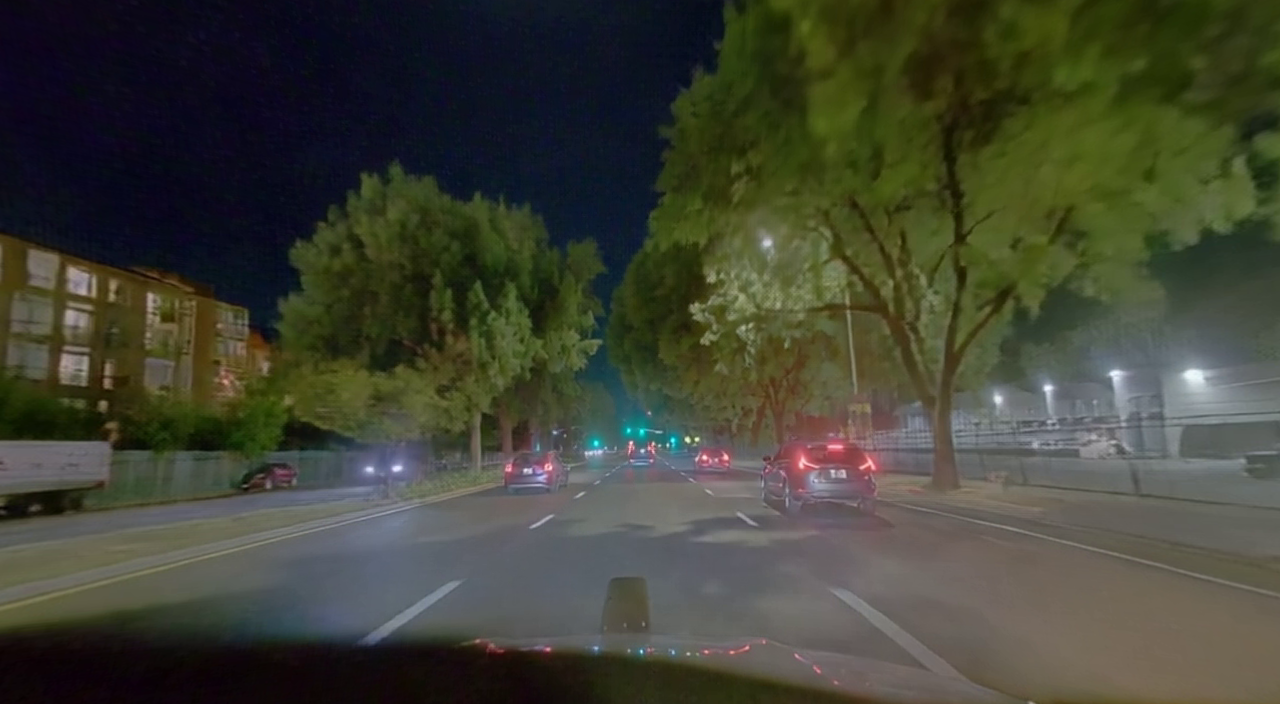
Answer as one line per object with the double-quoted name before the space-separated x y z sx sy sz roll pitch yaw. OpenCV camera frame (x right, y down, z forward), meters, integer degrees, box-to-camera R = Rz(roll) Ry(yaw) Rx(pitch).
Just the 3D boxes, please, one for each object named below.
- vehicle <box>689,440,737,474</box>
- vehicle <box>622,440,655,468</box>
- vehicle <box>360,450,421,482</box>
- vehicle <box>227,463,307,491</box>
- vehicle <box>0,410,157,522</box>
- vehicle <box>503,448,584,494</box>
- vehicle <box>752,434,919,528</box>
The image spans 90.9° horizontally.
"vehicle" 3.846 5.617 34.008 1.980 1.709 4.367 0 -9 -1
"vehicle" -0.137 7.226 44.946 2.247 1.882 4.603 0 -9 -1
"vehicle" -16.334 7.465 41.603 2.011 1.892 4.711 0 -8 1
"vehicle" -22.535 7.549 38.299 1.908 1.483 4.835 0 -9 0
"vehicle" -22.986 4.042 22.530 2.833 3.735 11.042 0 -8 -1
"vehicle" -3.050 3.842 20.782 2.013 1.354 3.908 0 -9 0
"vehicle" 3.564 2.424 12.422 1.919 1.502 4.232 0 -9 0
